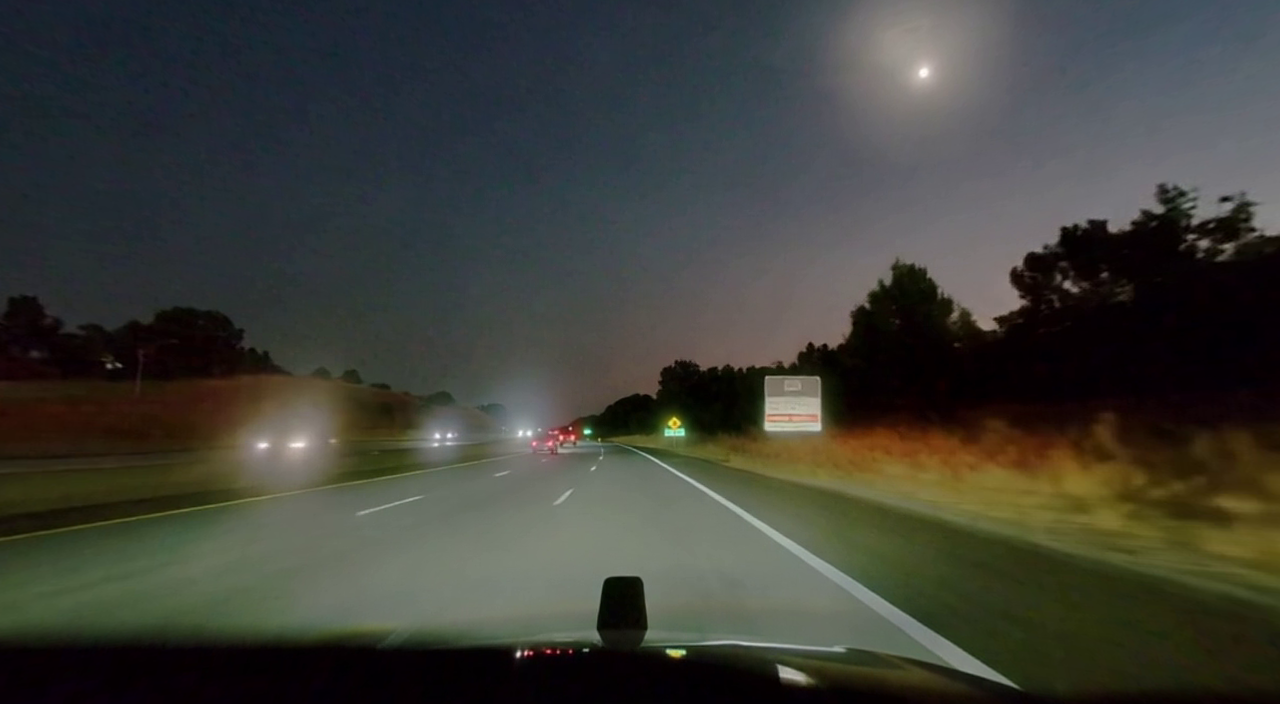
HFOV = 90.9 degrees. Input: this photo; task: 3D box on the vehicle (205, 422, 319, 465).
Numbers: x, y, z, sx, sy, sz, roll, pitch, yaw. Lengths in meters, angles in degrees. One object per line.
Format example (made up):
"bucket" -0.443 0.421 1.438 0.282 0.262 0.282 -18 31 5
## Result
"vehicle" -17.560 4.318 29.654 2.333 1.833 4.988 0 -8 -1
